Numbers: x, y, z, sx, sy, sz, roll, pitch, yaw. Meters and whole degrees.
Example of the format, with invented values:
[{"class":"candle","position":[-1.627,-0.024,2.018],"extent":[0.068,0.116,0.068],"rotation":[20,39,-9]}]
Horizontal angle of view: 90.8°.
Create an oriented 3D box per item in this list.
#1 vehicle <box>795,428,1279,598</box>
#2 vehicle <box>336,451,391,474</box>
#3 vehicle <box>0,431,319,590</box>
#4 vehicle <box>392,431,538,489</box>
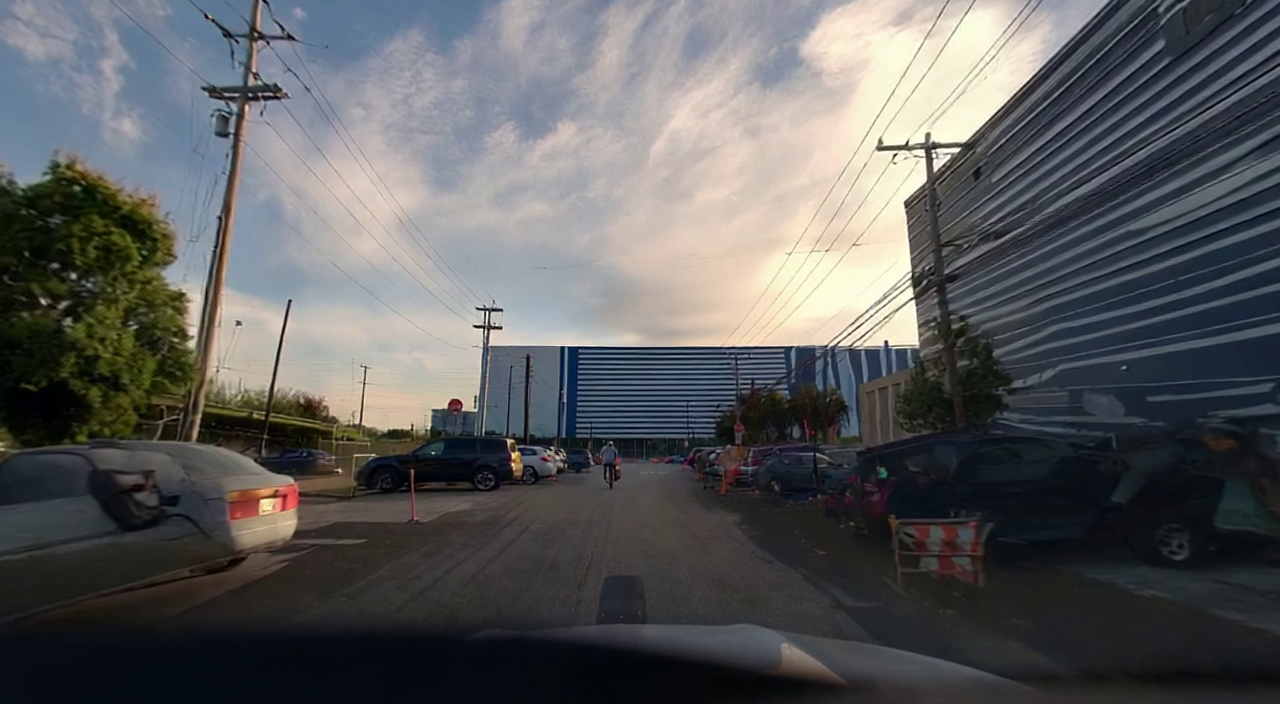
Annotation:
[{"class":"vehicle","position":[4.962,1.727,7.289],"extent":[5.762,1.626,2.184],"rotation":[0,-9,1]},{"class":"vehicle","position":[-19.182,7.683,44.062],"extent":[1.834,1.459,4.181],"rotation":[0,-9,2]},{"class":"vehicle","position":[-6.704,1.751,7.502],"extent":[4.672,1.474,1.859],"rotation":[3,-11,1]},{"class":"vehicle","position":[-6.335,3.977,23.337],"extent":[4.727,1.976,1.970],"rotation":[0,-10,1]}]
